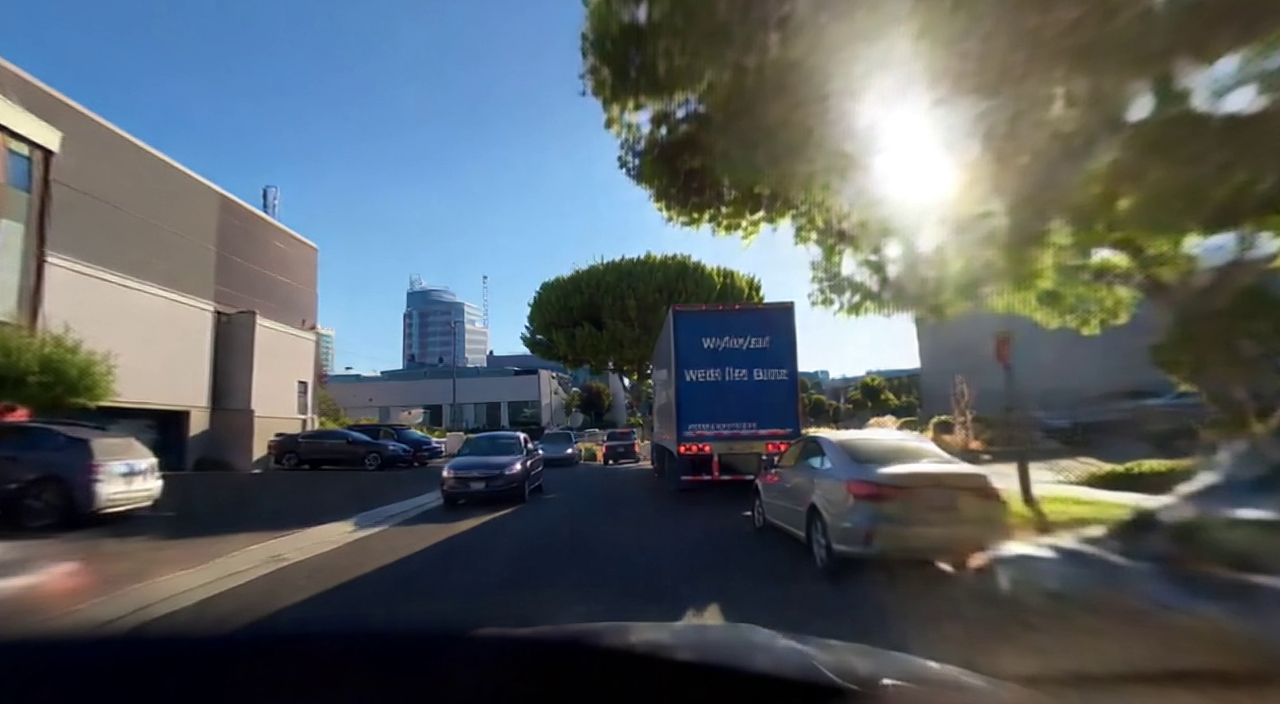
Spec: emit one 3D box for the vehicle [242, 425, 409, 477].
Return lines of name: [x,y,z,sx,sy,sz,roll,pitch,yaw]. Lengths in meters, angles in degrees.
vehicle: [-9.338,2.961,19.021,4.015,1.461,1.903,1,-8,-5]

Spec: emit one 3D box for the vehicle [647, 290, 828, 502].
vehicle: [1.956,1.795,19.435,2.865,4.113,14.471,0,-8,-2]

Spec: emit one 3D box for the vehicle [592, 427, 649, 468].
vehicle: [-0.700,3.889,25.841,2.160,1.498,3.909,0,-8,1]

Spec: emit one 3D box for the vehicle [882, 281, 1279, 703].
vehicle: [2.453,0.685,1.577,1.875,1.674,4.231,0,-8,-2]

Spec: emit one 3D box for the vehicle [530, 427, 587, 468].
vehicle: [-3.172,3.808,25.259,1.780,1.488,4.043,0,-8,-1]

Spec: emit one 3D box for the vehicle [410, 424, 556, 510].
vehicle: [-3.088,2.347,13.408,2.033,1.508,4.298,0,-8,-1]

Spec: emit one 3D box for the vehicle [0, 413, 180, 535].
vehicle: [-9.028,1.595,8.505,4.102,1.455,1.870,0,-8,-1]
